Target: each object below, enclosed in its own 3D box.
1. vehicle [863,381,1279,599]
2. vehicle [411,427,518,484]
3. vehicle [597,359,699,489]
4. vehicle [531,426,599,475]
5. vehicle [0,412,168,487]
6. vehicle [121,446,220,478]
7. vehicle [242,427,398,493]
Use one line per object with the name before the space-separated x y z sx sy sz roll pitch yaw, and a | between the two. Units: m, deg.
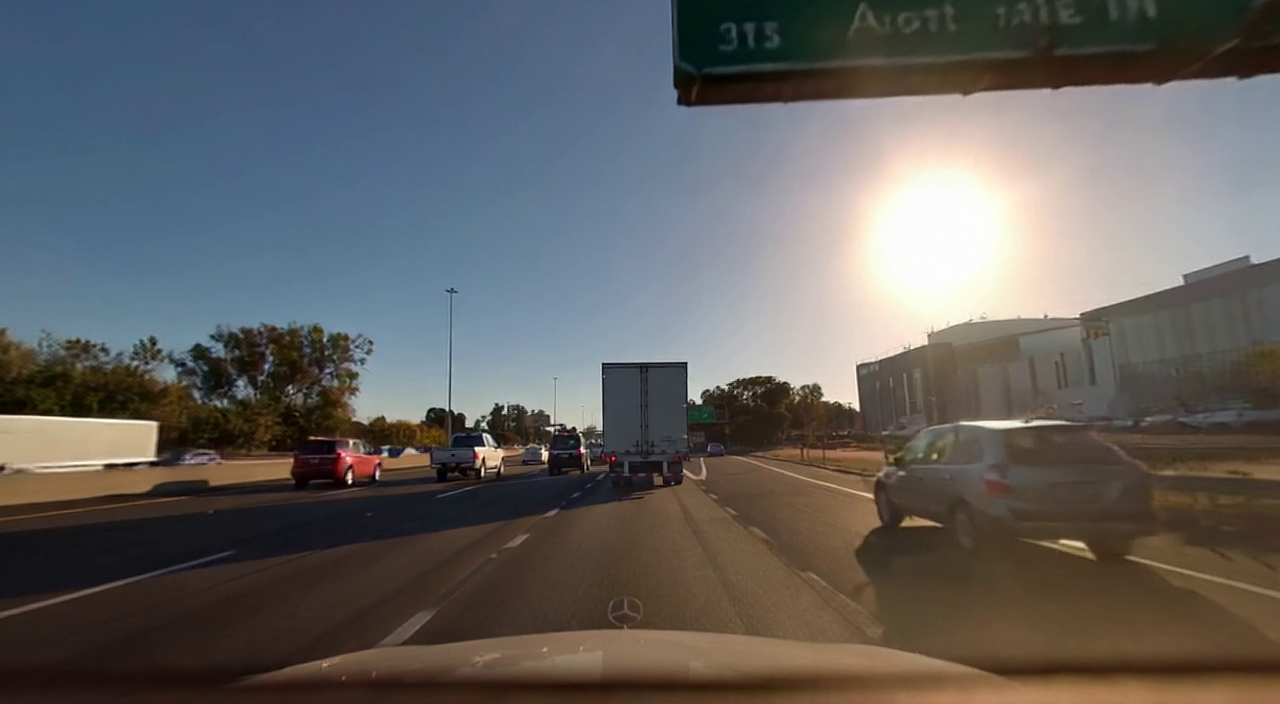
vehicle | 4.647 1.504 7.711 2.137 1.796 4.817 0 -9 1
vehicle | -6.711 4.066 25.094 2.479 1.978 5.952 0 -9 1
vehicle | 0.160 2.815 23.321 2.941 3.794 9.851 0 -9 -1
vehicle | -3.364 4.644 29.829 2.379 2.075 6.169 0 -9 1
vehicle | -28.747 4.597 29.759 2.781 3.208 13.296 0 -9 0
vehicle | -24.245 5.672 32.794 1.829 1.494 4.369 0 -9 0
vehicle | -10.307 3.546 21.070 2.089 1.885 5.888 0 -9 0
